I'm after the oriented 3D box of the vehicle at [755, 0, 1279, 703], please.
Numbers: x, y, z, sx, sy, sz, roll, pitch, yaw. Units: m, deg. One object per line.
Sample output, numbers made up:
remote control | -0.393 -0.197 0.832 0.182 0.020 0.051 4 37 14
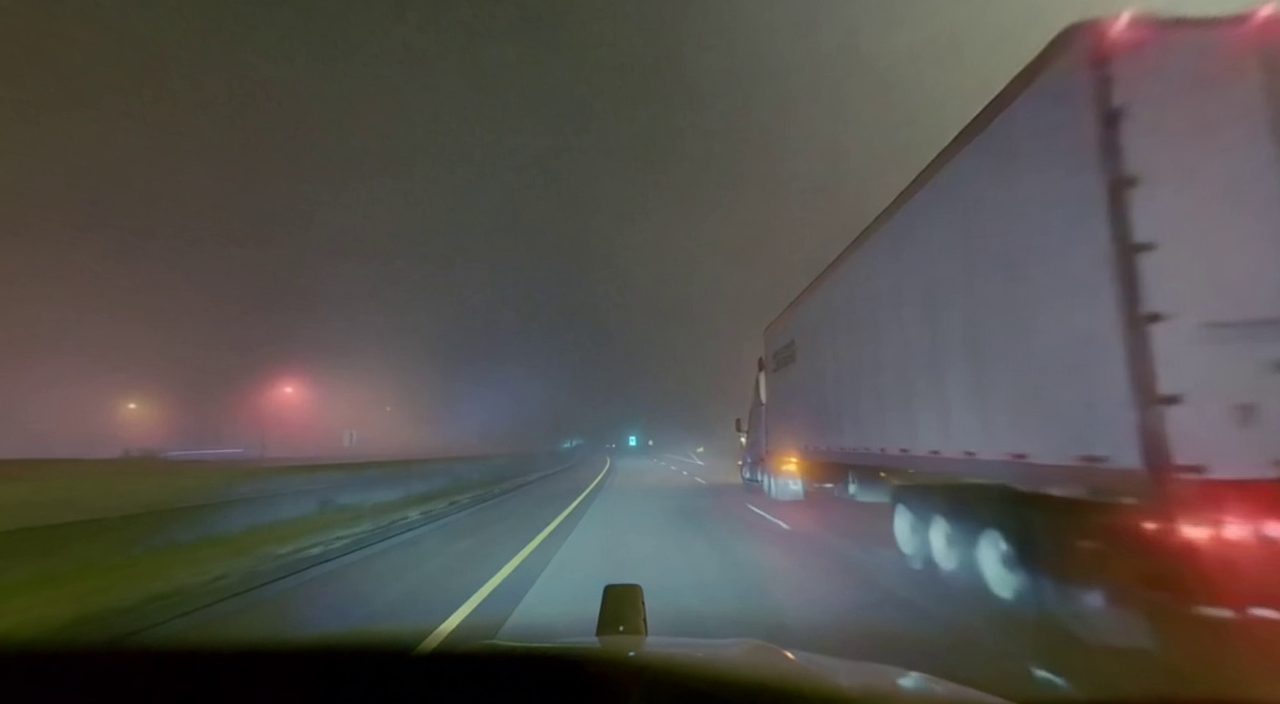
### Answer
vehicle | 4.899 0.814 11.273 2.932 4.205 18.253 0 -8 2
